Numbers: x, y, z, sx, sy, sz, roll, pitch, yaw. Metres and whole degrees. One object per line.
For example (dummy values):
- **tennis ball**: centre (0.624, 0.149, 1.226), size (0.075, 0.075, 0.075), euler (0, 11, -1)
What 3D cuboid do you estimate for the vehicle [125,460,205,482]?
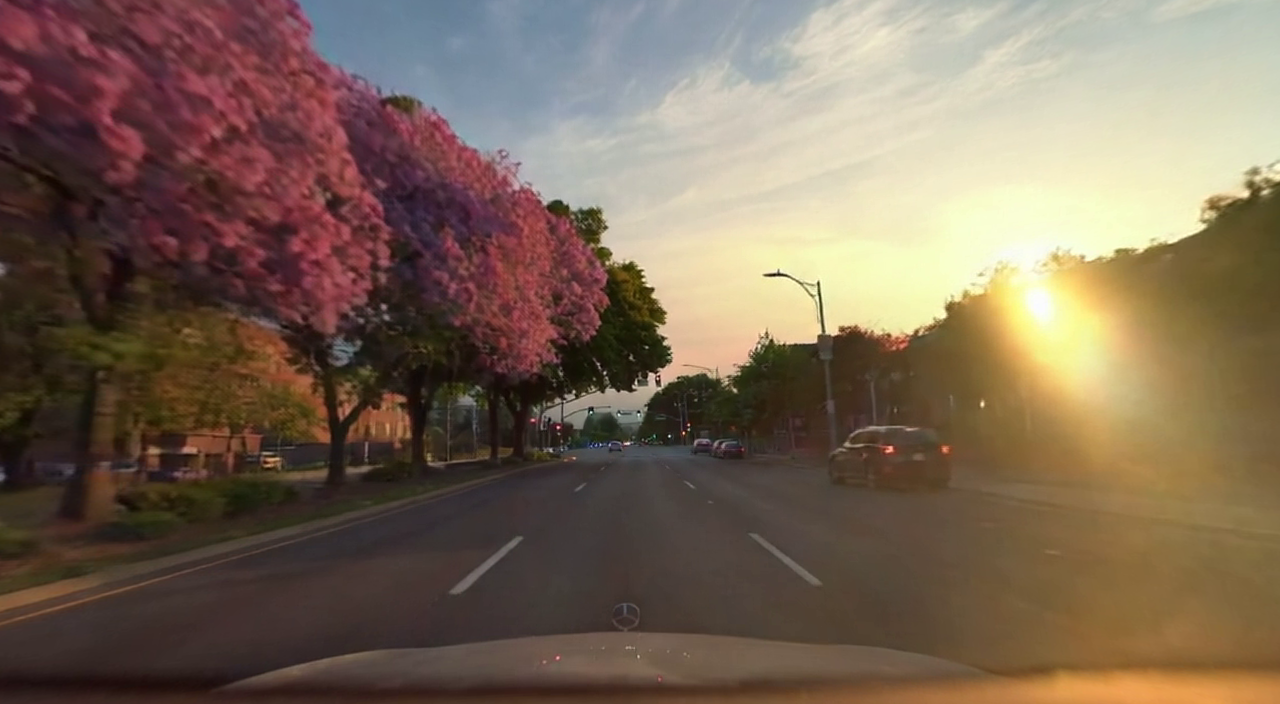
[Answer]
- **vehicle**: centre (-33.991, 8.521, 45.341), size (4.077, 1.429, 1.997), euler (2, -9, -17)

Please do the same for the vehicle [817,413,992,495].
- **vehicle**: centre (6.921, 2.766, 17.411), size (2.450, 1.892, 5.107), euler (0, -8, -2)

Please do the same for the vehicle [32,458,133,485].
- **vehicle**: centre (-34.225, 7.333, 38.866), size (4.207, 1.473, 1.821), euler (1, -9, -11)

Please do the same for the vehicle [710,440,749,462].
- **vehicle**: centre (6.466, 7.221, 46.225), size (1.891, 1.456, 4.909), euler (0, -8, -3)
